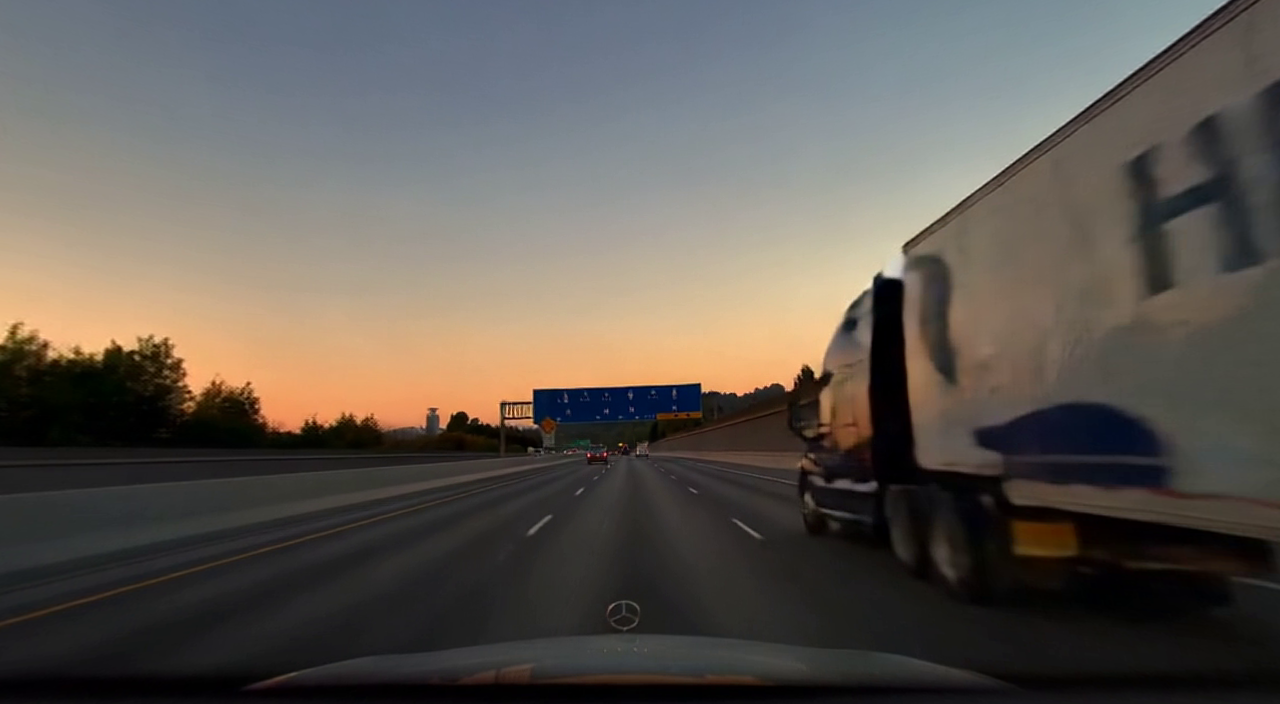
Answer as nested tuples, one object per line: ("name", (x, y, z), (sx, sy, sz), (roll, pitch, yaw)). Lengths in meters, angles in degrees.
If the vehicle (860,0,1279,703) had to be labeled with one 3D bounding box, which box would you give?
("vehicle", (4.093, -0.290, 1.301), (2.823, 3.509, 12.118), (0, -9, 0))
